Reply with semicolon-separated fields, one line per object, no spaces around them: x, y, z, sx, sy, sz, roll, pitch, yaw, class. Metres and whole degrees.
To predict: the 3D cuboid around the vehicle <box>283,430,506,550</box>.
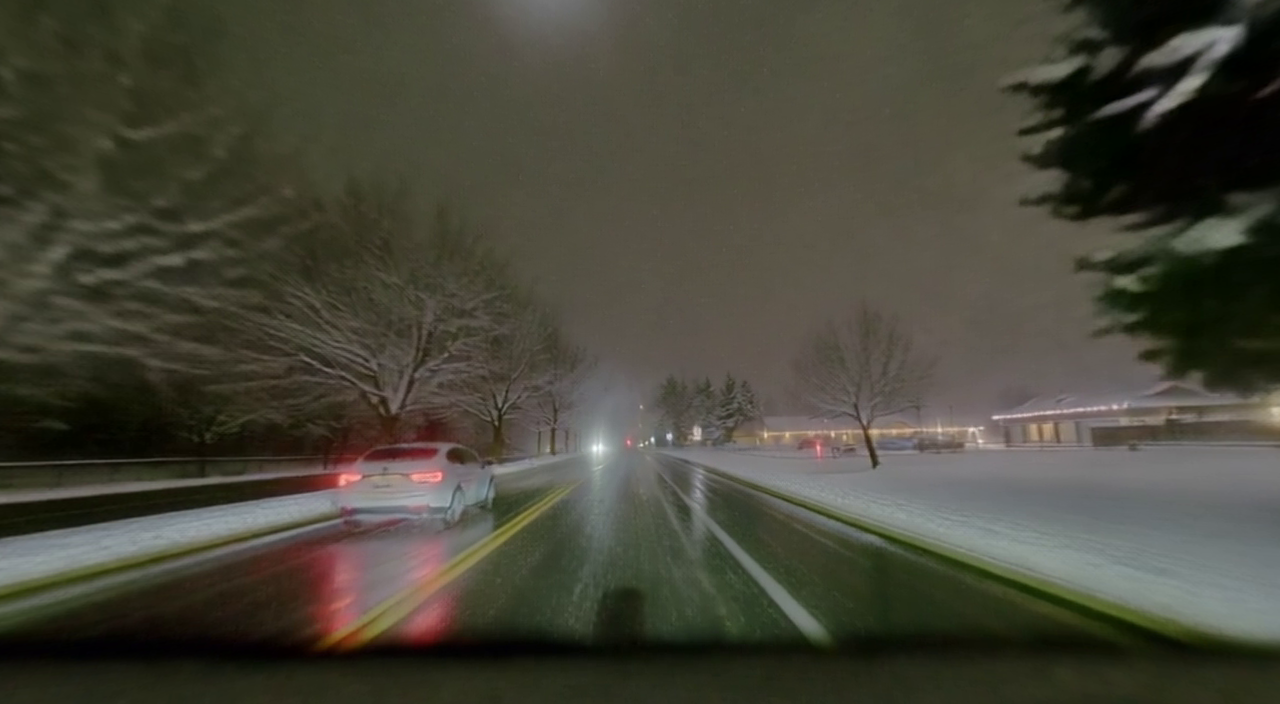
-3.653;2.108;10.318;2.030;1.550;3.925;0;-8;0;vehicle
